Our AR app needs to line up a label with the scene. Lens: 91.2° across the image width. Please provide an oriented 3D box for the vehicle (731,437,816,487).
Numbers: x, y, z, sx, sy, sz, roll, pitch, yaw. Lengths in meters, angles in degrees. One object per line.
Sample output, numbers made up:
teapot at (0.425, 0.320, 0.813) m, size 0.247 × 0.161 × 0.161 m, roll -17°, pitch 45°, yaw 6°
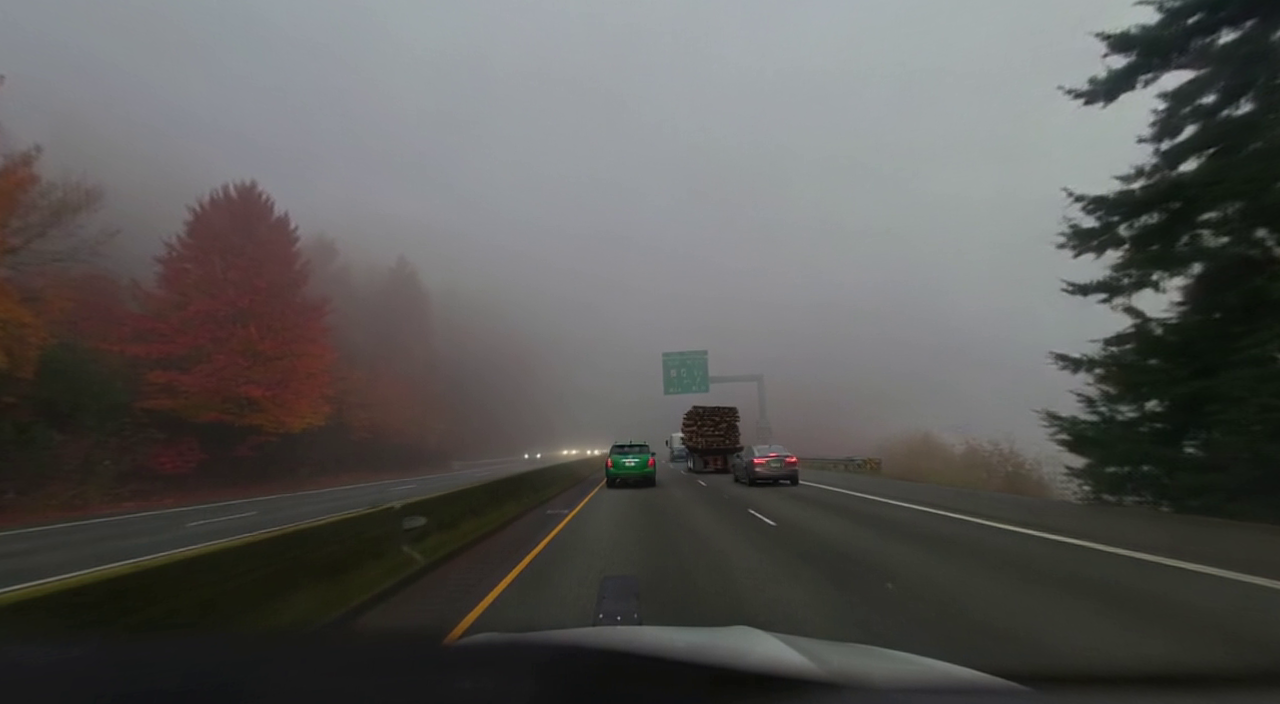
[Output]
vehicle at (4.861, 4.097, 23.601) m, size 2.057 × 1.660 × 4.525 m, roll 0°, pitch -9°, yaw -2°

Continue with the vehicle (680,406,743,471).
vehicle at (4.616, 5.921, 42.457) m, size 3.125 × 3.895 × 8.461 m, roll 0°, pitch -9°, yaw -1°

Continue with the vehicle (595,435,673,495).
vehicle at (-0.178, 3.624, 20.407) m, size 2.263 × 1.699 × 3.936 m, roll -1°, pitch -9°, yaw 0°
